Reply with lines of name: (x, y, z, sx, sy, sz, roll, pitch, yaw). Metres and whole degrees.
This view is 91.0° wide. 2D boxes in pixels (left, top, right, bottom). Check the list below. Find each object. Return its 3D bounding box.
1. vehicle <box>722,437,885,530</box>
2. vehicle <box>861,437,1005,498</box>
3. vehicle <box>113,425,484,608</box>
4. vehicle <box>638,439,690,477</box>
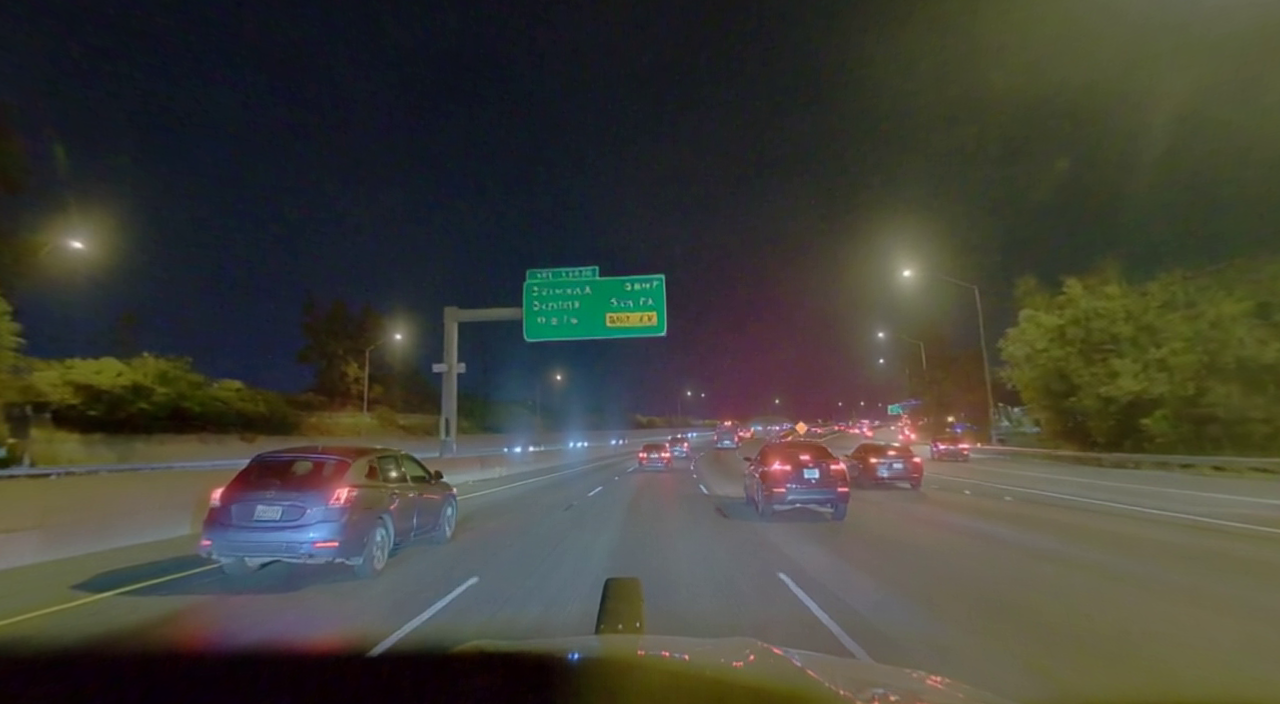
vehicle: (2.945, 2.486, 12.517, 2.009, 1.489, 4.559, 0, -9, 0)
vehicle: (8.179, 3.261, 18.172, 2.014, 1.506, 4.626, 0, -9, 2)
vehicle: (-3.521, 1.765, 7.738, 1.937, 1.558, 4.469, 0, -9, 2)
vehicle: (1.121, 4.793, 28.675, 2.201, 1.614, 3.803, 0, -9, 3)
